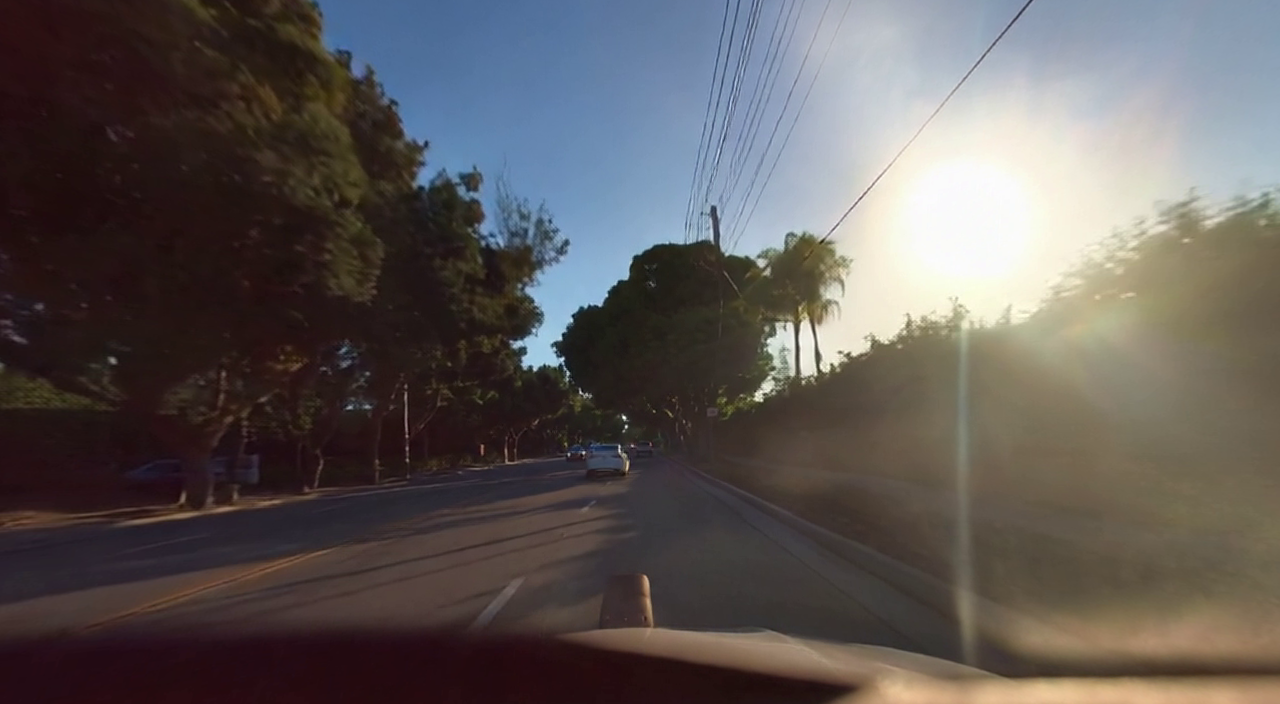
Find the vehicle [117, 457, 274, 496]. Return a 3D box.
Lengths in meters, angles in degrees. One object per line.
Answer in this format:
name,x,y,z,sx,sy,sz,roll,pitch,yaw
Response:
vehicle,-18.053,5.070,25.781,4.916,1.474,2.008,0,-9,1

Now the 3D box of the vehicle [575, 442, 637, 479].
vehicle,-1.361,4.624,27.059,2.153,1.461,4.374,-1,-9,3
